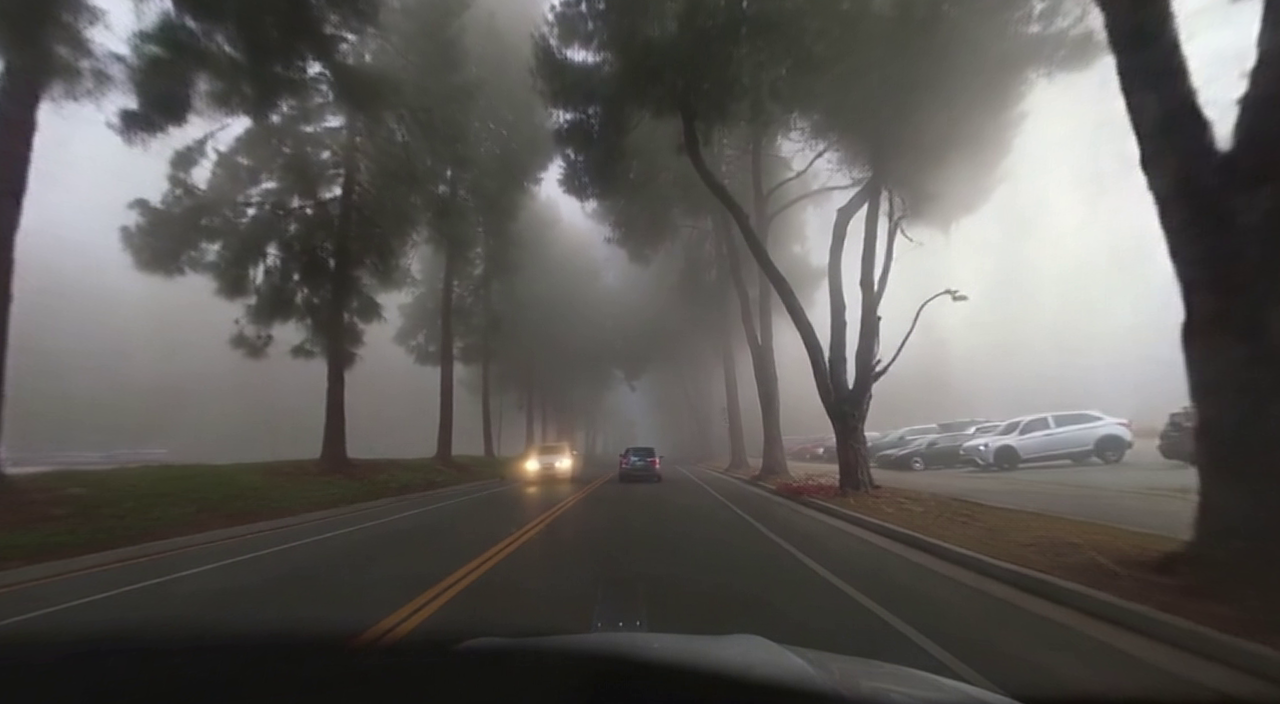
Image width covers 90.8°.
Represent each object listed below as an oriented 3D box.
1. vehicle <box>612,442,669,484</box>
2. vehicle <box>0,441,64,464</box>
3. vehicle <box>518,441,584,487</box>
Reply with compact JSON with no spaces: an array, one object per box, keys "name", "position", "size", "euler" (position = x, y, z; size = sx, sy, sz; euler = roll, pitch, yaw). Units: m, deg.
[{"name":"vehicle","position":[0.117,4.552,26.271],"size":[2.152,1.574,4.223],"euler":[-1,-8,3]},{"name":"vehicle","position":[-46.170,7.434,46.988],"size":[1.897,1.584,4.678],"euler":[-1,-8,5]},{"name":"vehicle","position":[-3.601,4.587,26.273],"size":[2.078,1.720,3.822],"euler":[-1,-8,2]}]
